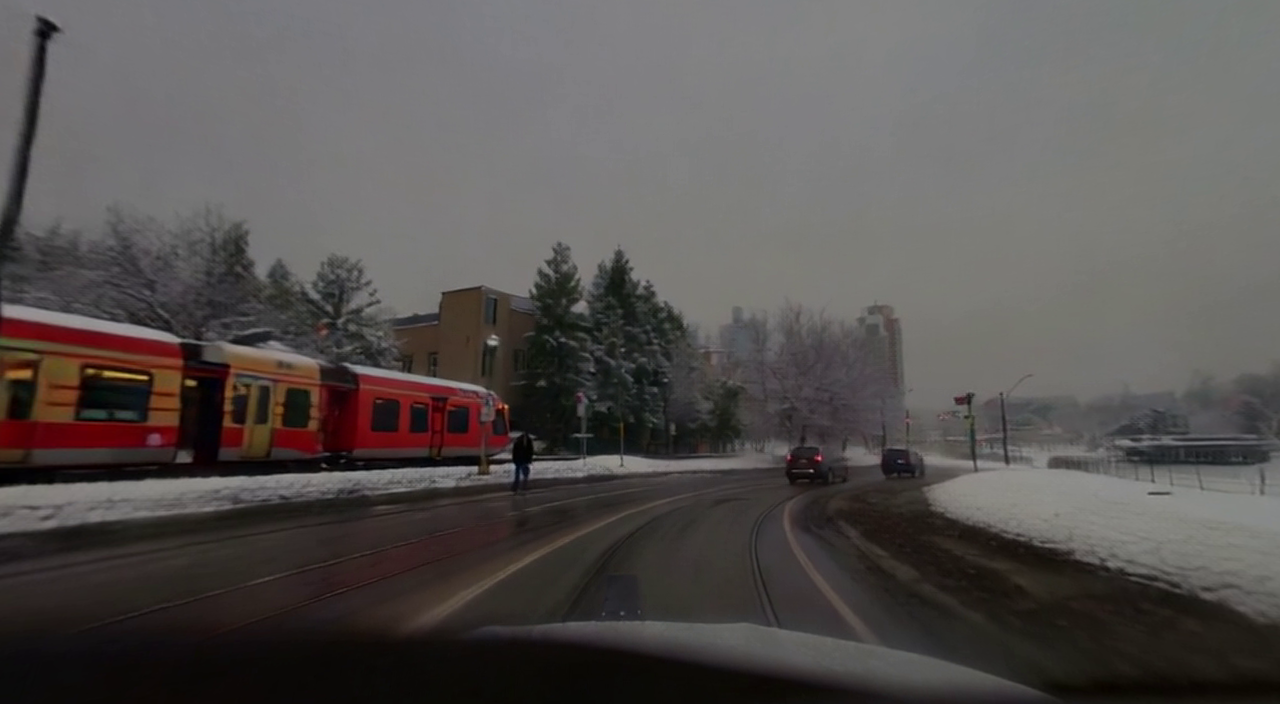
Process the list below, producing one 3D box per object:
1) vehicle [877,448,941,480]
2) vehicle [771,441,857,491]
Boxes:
[{"bbox_3d":[15.992,6.571,37.396,2.010,1.725,4.320,-8,-11,43],"label":"vehicle"},{"bbox_3d":[7.049,4.479,25.268,2.263,1.765,4.237,-5,-10,29],"label":"vehicle"}]
